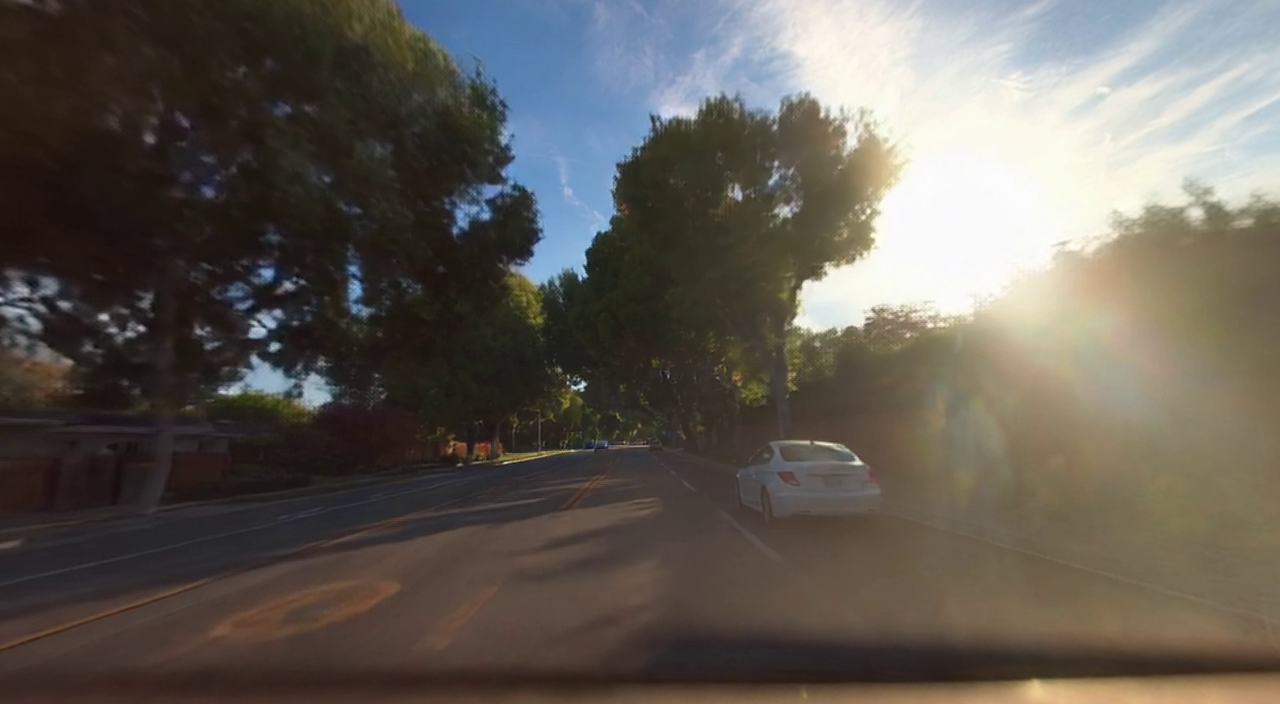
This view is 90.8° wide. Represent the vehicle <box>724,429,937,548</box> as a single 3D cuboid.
[{"bbox_3d":[2.674,2.021,10.050,1.991,1.476,4.153,0,-8,-2],"label":"vehicle"}]
